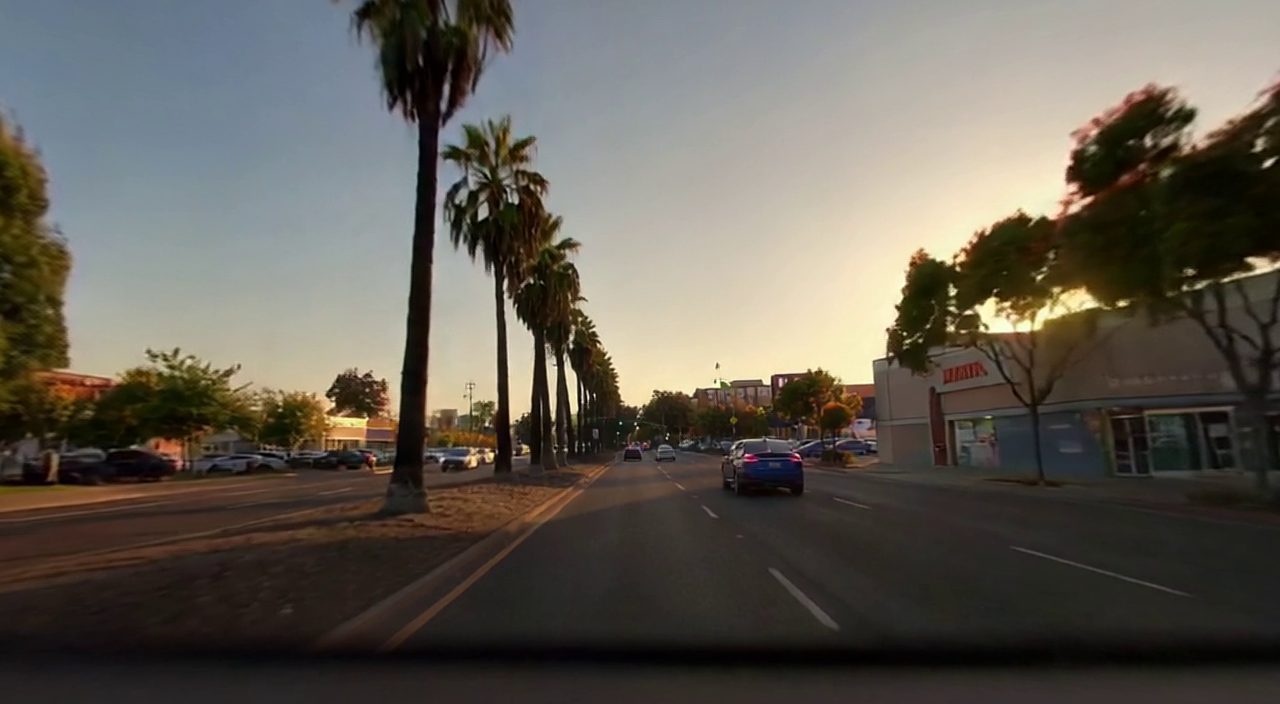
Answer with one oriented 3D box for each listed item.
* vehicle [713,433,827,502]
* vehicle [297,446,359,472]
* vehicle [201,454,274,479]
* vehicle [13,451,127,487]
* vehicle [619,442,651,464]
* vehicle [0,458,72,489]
[{"bbox_3d":[3.176,2.916,16.404,1.889,1.541,4.303,0,-8,-2],"label":"vehicle"},{"bbox_3d":[-24.326,8.338,49.570,2.112,1.821,5.960,-2,-8,-2],"label":"vehicle"},{"bbox_3d":[-27.581,7.838,43.517,1.816,1.498,4.698,-1,-8,2],"label":"vehicle"},{"bbox_3d":[-32.692,6.662,36.423,4.634,1.870,2.177,7,-11,-39],"label":"vehicle"},{"bbox_3d":[-0.440,7.407,46.420,2.258,1.468,4.076,0,-8,-2],"label":"vehicle"},{"bbox_3d":[-32.583,6.265,32.567,1.895,1.500,4.615,-8,-12,44],"label":"vehicle"}]
